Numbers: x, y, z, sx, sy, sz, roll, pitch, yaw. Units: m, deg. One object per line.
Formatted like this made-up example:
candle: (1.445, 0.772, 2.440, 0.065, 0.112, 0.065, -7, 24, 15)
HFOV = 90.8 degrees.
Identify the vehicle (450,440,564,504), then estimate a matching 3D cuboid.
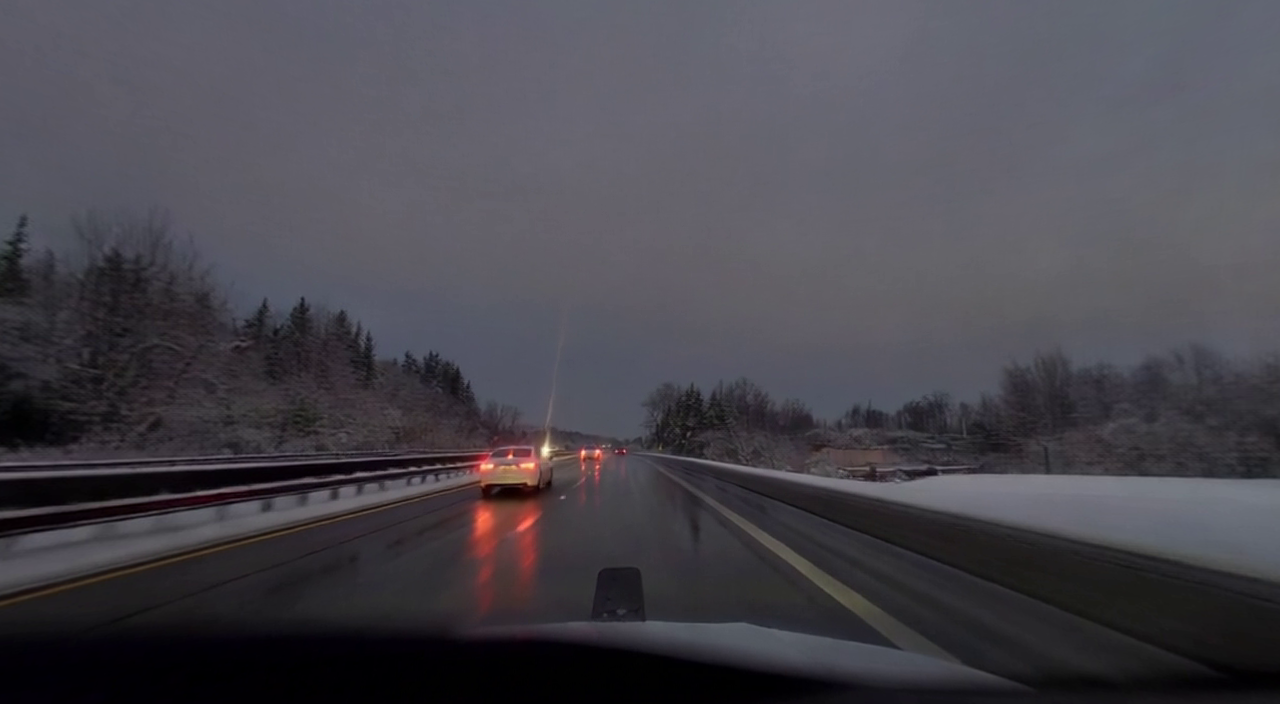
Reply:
vehicle: (-3.620, 3.379, 18.239, 2.184, 1.574, 5.004, 0, -9, 0)
